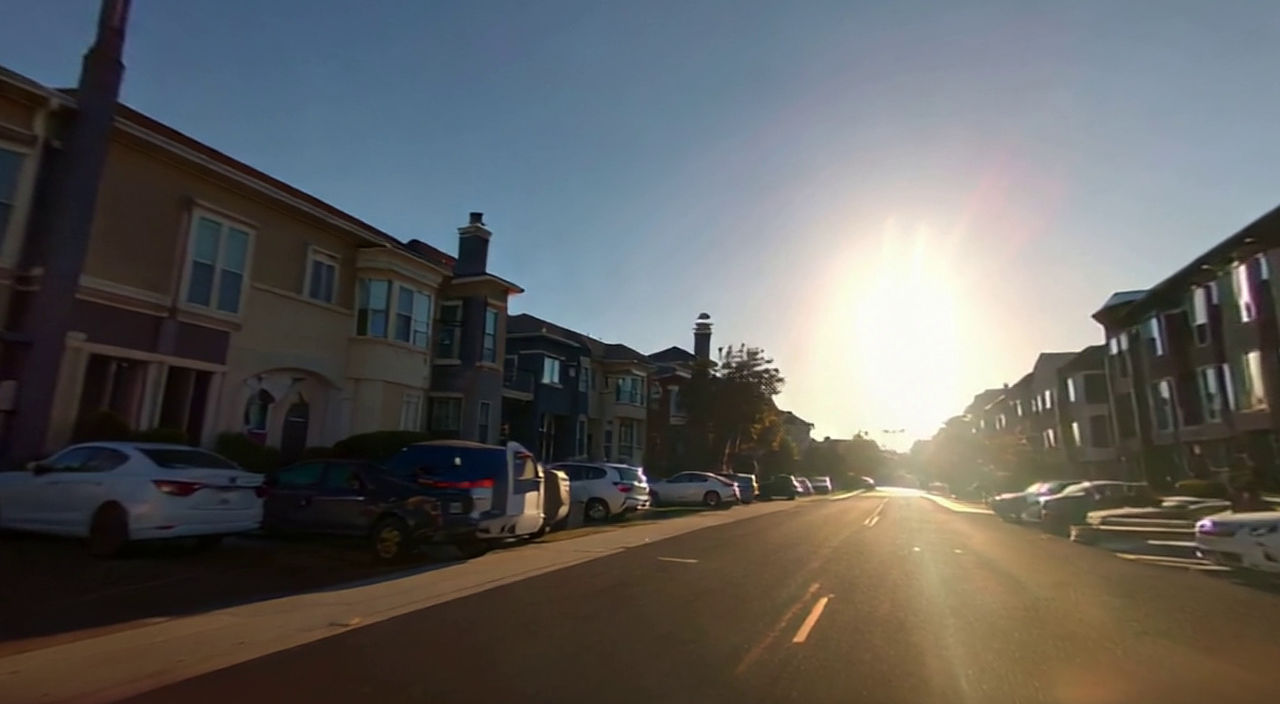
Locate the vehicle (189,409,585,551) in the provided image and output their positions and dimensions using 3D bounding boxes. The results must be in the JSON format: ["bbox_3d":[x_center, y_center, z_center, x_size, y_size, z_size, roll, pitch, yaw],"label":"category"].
[{"bbox_3d":[-3.828,2.034,10.561,5.514,1.976,2.153,2,-9,-13],"label":"vehicle"}]

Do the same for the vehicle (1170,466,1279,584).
[{"bbox_3d":[10.730,2.408,8.821,4.573,1.502,1.926,-3,-9,20],"label":"vehicle"}]

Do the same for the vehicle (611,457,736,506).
[{"bbox_3d":[1.267,4.969,24.476,4.450,1.707,1.902,2,-9,-15],"label":"vehicle"}]

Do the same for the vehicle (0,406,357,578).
[{"bbox_3d":[-6.009,1.519,7.231,4.648,1.659,1.897,2,-9,-11],"label":"vehicle"}]
